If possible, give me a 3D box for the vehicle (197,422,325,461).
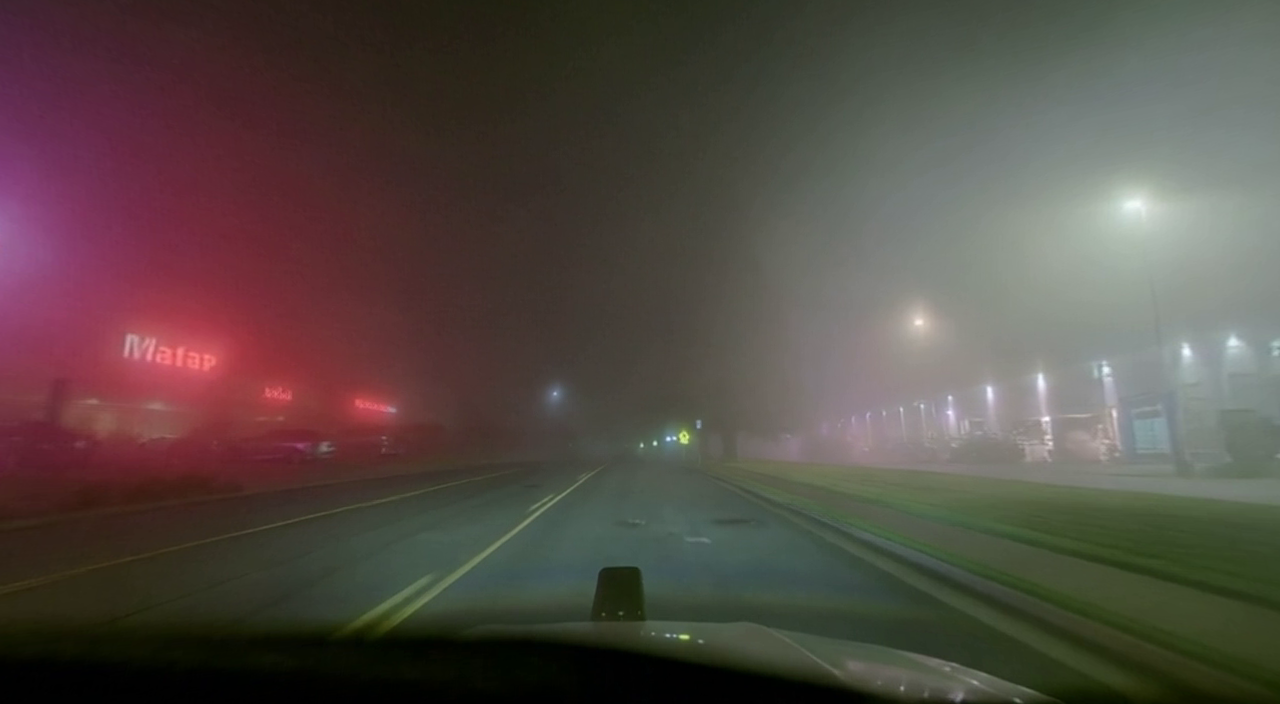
[{"bbox_3d":[-19.466,4.636,32.651,5.109,1.891,2.206,0,-9,-1],"label":"vehicle"}]

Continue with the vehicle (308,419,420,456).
[{"bbox_3d":[-19.859,6.193,45.741,6.919,2.613,2.356,1,-9,-5],"label":"vehicle"}]

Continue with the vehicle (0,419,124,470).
[{"bbox_3d":[-18.473,2.791,19.030,4.238,1.459,1.753,0,-9,0],"label":"vehicle"}]
